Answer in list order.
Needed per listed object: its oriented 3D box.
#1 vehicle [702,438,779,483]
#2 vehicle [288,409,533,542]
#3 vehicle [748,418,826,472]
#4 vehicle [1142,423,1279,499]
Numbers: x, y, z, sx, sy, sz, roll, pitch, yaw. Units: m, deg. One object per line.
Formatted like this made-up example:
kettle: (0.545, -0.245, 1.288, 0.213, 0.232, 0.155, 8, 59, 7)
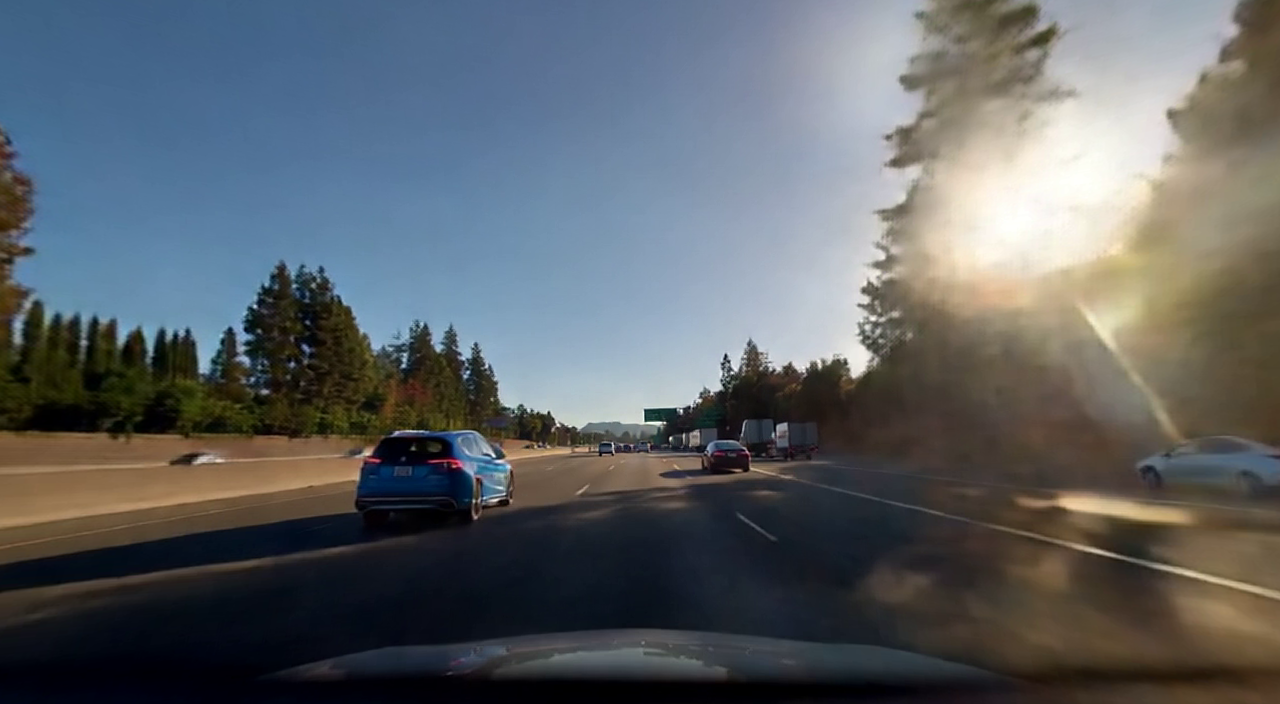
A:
vehicle: (3.609, 4.010, 23.587, 2.080, 1.493, 4.674, 0, -9, -1)
vehicle: (-3.535, 2.057, 11.132, 2.218, 1.764, 5.229, 0, -9, 2)
vehicle: (7.664, 4.922, 33.479, 2.729, 2.628, 4.875, 0, -9, -2)
vehicle: (18.040, 3.096, 18.170, 2.221, 1.995, 5.803, 0, -9, -2)
